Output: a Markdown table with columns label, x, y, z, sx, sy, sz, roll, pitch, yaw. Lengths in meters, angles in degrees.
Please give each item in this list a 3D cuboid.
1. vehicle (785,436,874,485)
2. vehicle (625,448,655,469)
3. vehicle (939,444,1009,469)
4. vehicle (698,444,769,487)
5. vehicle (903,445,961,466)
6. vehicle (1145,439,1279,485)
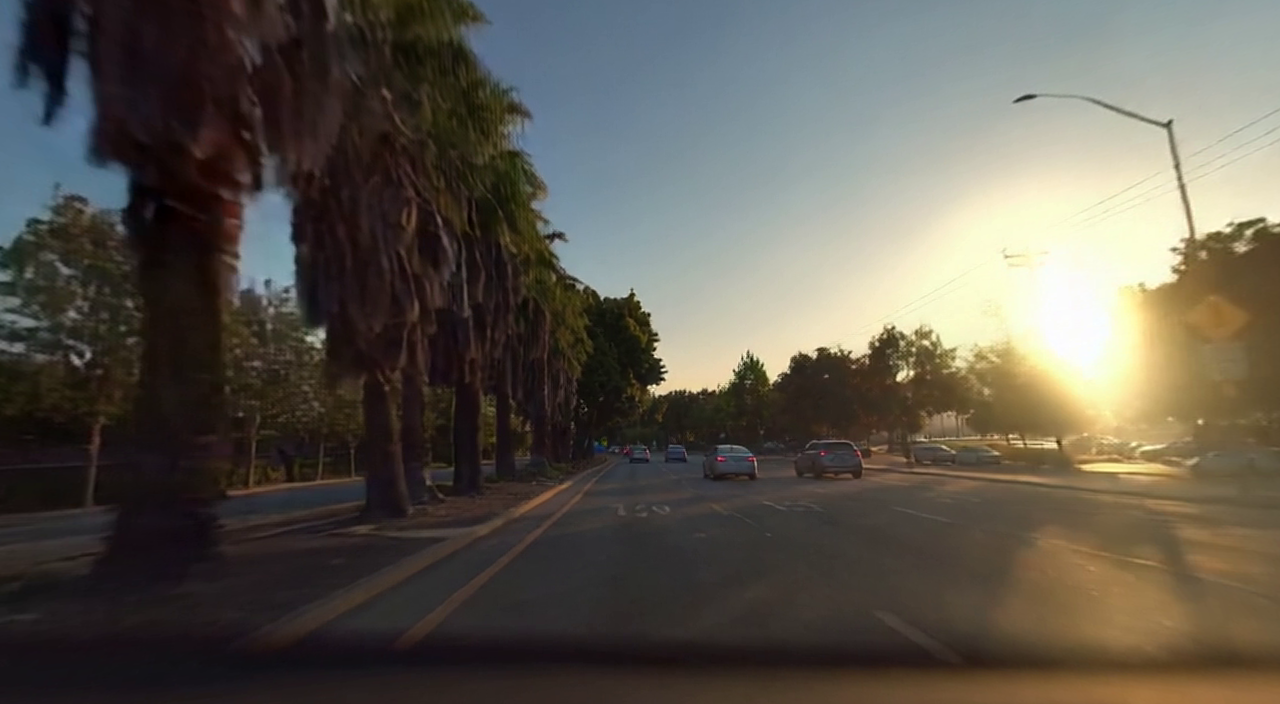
| label | x | y | z | sx | sy | sz | roll | pitch | yaw |
| --- | --- | --- | --- | --- | --- | --- | --- | --- | --- |
| vehicle | 7.023 | 4.059 | 23.918 | 1.916 | 1.646 | 4.258 | 0 | -9 | -1 |
| vehicle | -0.060 | 7.593 | 45.259 | 2.031 | 1.444 | 4.361 | 0 | -8 | -1 |
| vehicle | 20.976 | 6.576 | 39.883 | 1.852 | 1.448 | 4.601 | 0 | -8 | -1 |
| vehicle | 3.444 | 4.269 | 24.091 | 1.875 | 1.452 | 4.453 | 0 | -9 | -2 |
| vehicle | 20.961 | 7.440 | 45.535 | 1.844 | 1.464 | 4.546 | 0 | -9 | -2 |
| vehicle | 21.144 | 3.916 | 22.811 | 1.943 | 1.467 | 4.706 | 0 | -8 | 0 |
